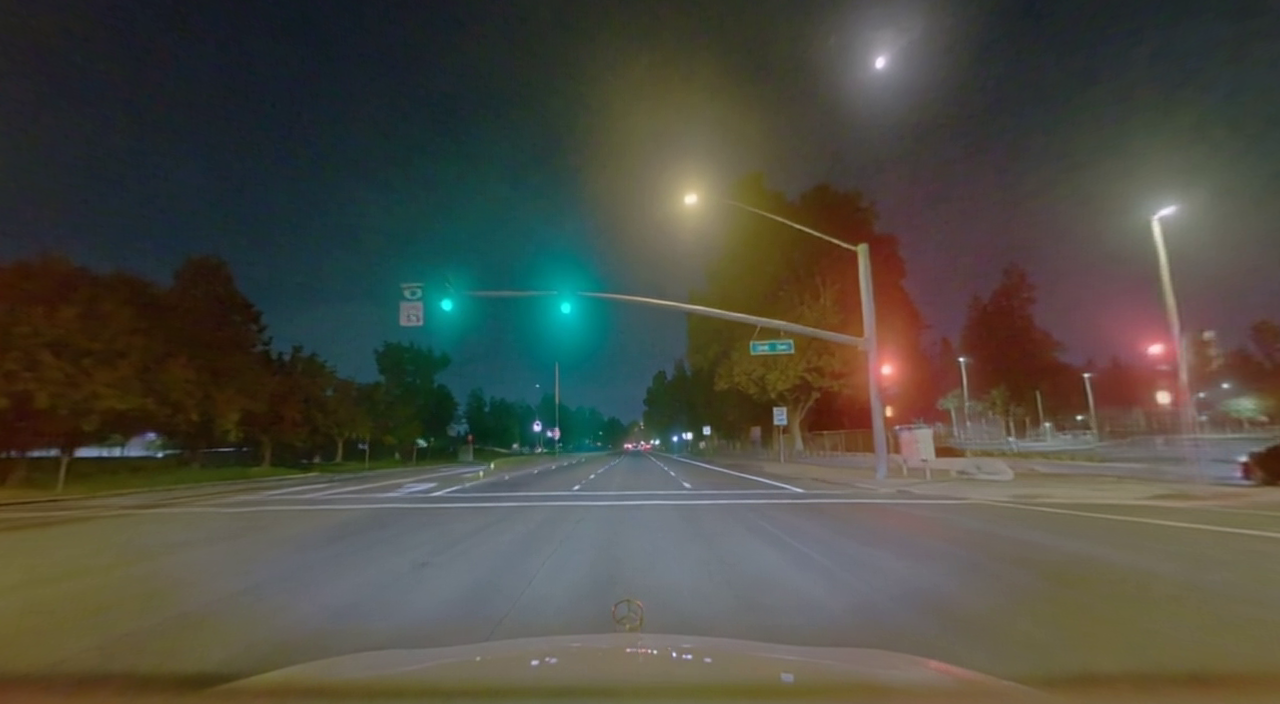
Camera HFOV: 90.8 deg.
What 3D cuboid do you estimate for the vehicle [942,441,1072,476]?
[{"bbox_3d":[16.067,4.656,27.824,4.483,1.452,1.924,0,-8,0],"label":"vehicle"}]
